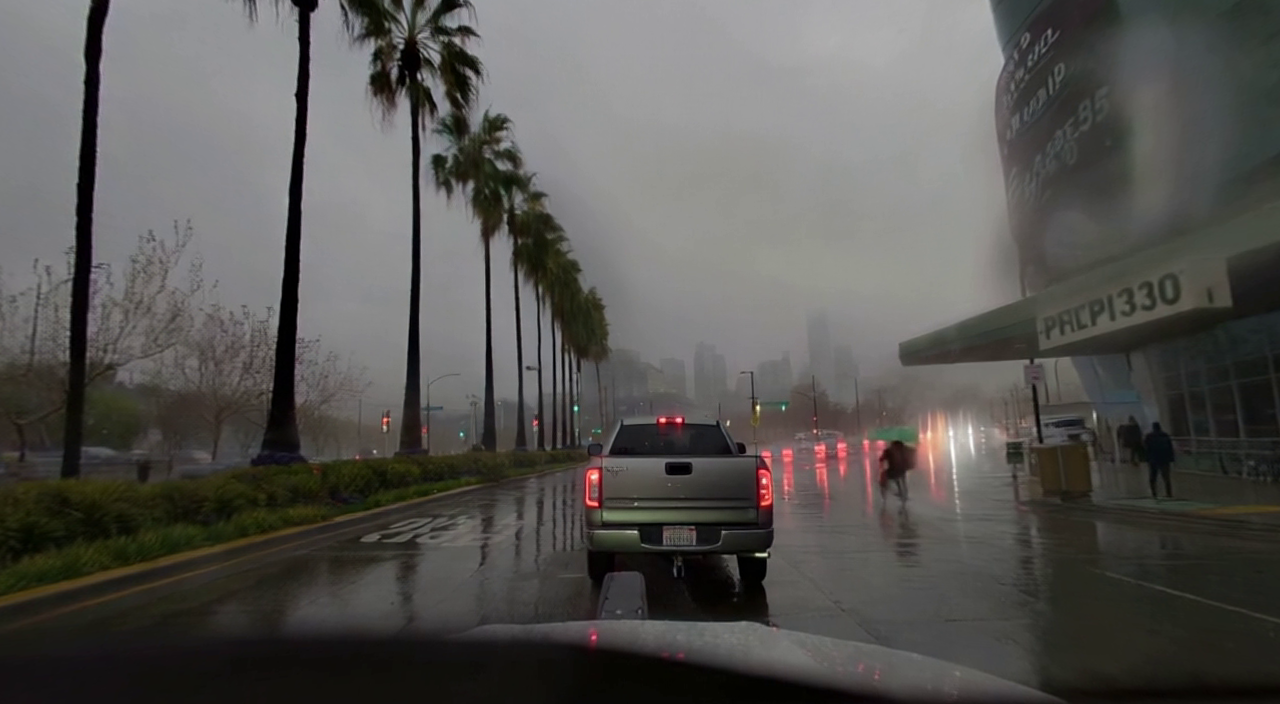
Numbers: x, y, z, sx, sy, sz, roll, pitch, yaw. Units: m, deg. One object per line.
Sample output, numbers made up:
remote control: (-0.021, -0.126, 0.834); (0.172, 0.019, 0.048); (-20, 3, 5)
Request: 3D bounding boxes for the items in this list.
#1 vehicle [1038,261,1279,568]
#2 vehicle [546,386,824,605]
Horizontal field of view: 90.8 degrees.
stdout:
vehicle: (7.907, 0.880, 8.603); (2.666, 3.345, 3.622); (-1, -9, 7)
vehicle: (0.404, 1.591, 7.981); (2.311, 1.819, 5.255); (0, -8, 1)
